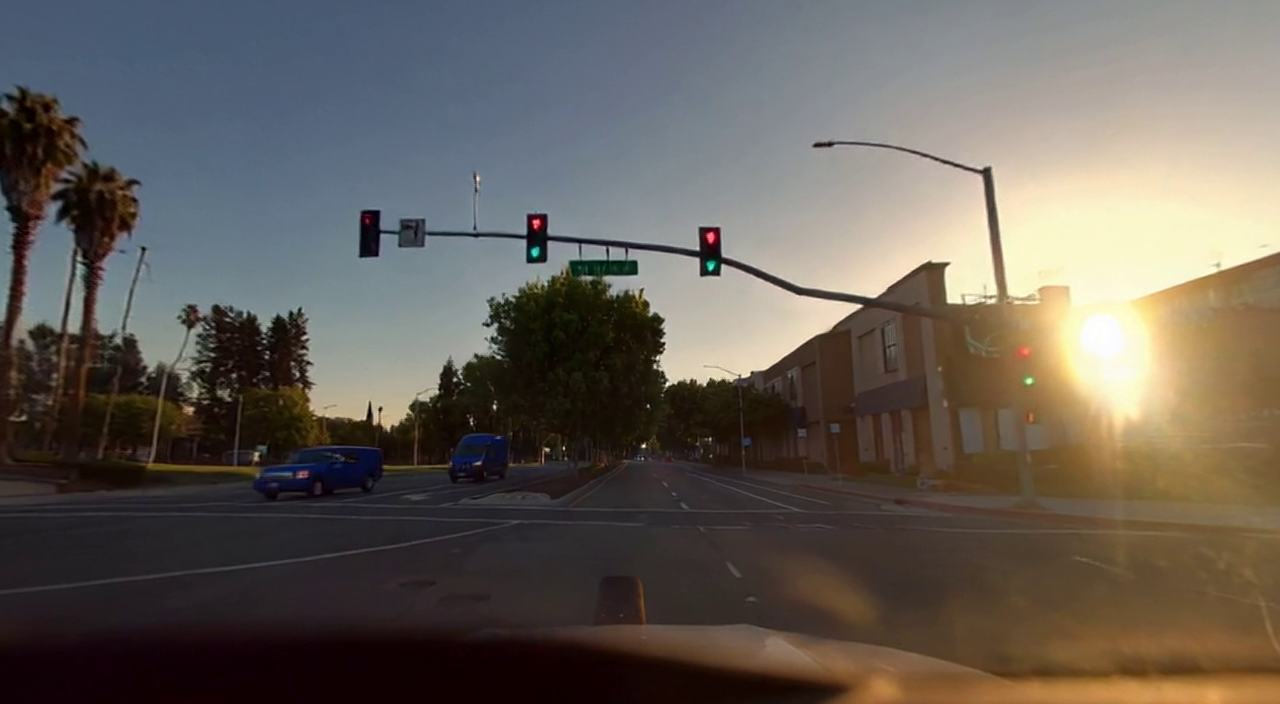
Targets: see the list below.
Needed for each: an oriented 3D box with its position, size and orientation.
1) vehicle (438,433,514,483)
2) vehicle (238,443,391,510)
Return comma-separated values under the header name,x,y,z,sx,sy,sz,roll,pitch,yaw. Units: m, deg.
name,x,y,z,sx,sy,sz,roll,pitch,yaw
vehicle,-9.700,6.354,38.146,2.509,2.712,7.034,-1,-9,2
vehicle,-9.284,3.547,18.542,2.074,1.681,4.417,0,-9,1
